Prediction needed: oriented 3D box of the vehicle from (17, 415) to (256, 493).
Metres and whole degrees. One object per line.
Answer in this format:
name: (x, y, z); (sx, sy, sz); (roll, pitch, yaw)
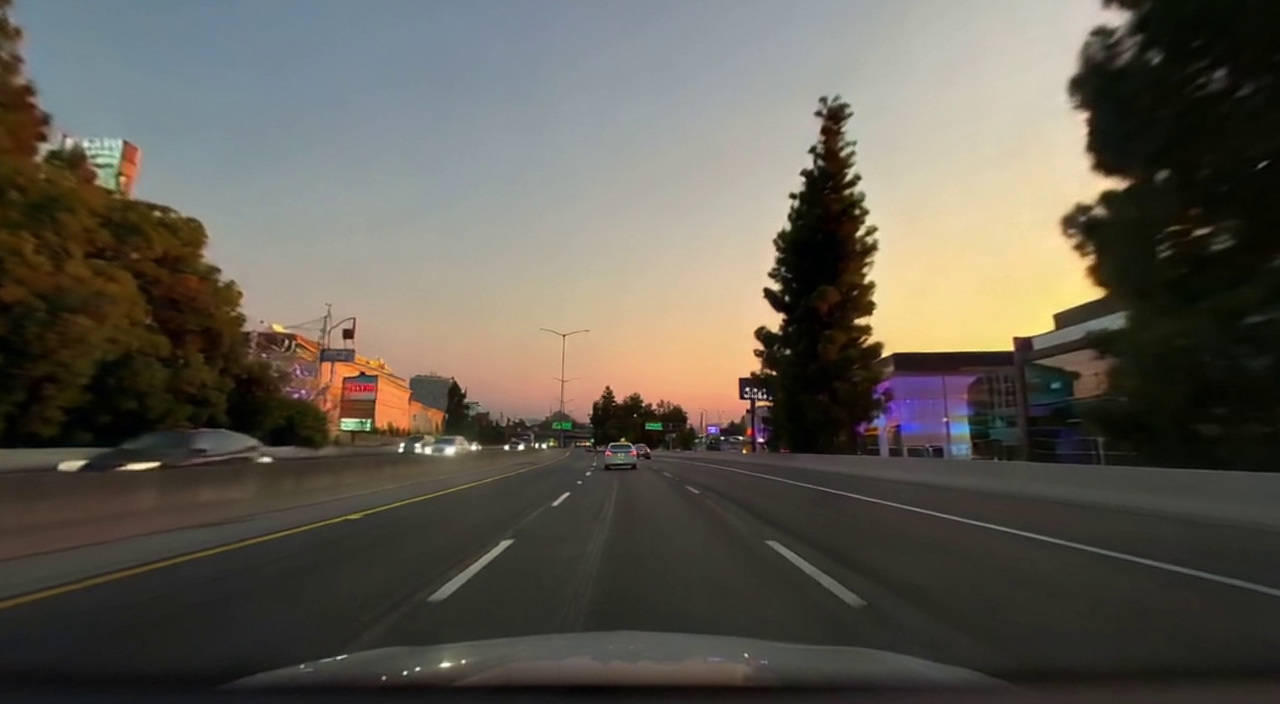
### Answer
vehicle: (-11.692, 2.425, 15.217); (2.126, 1.572, 4.415); (0, -9, -1)

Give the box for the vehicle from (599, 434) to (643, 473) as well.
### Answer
vehicle: (-1.045, 5.325, 33.193); (2.155, 1.856, 4.796); (0, -9, -3)

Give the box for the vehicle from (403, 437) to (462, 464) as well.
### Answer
vehicle: (-12.385, 5.943, 38.095); (2.059, 1.520, 4.674); (0, -9, -1)
